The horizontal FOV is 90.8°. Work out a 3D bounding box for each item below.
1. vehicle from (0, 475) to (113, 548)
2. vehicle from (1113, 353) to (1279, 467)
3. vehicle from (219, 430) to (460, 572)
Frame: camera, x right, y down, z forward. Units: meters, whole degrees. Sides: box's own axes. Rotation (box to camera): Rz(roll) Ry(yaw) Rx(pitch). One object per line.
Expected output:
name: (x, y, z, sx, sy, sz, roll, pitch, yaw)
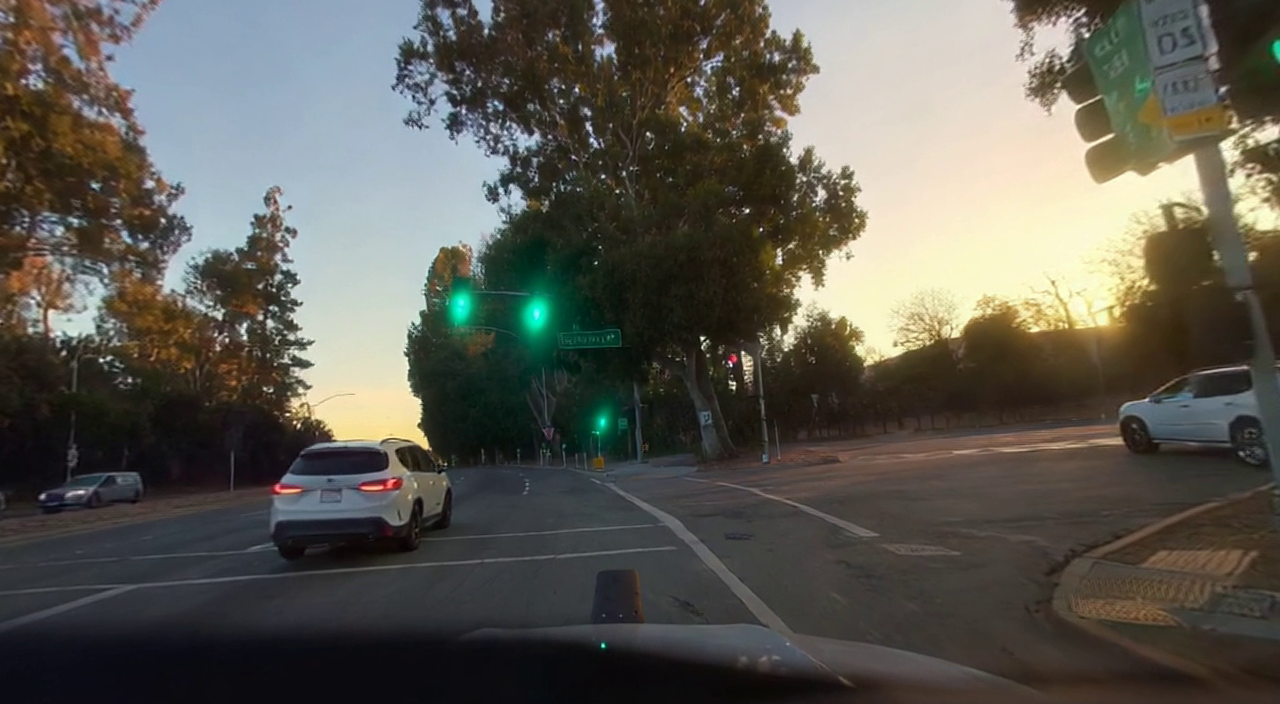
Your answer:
vehicle: (-16.268, 4.165, 16.414, 1.986, 1.492, 4.332, -4, -8, -10)
vehicle: (10.612, 1.021, 10.786, 1.855, 1.669, 4.529, -4, -9, 6)
vehicle: (-4.357, 2.178, 10.153, 2.134, 1.707, 4.471, 1, -9, -7)
